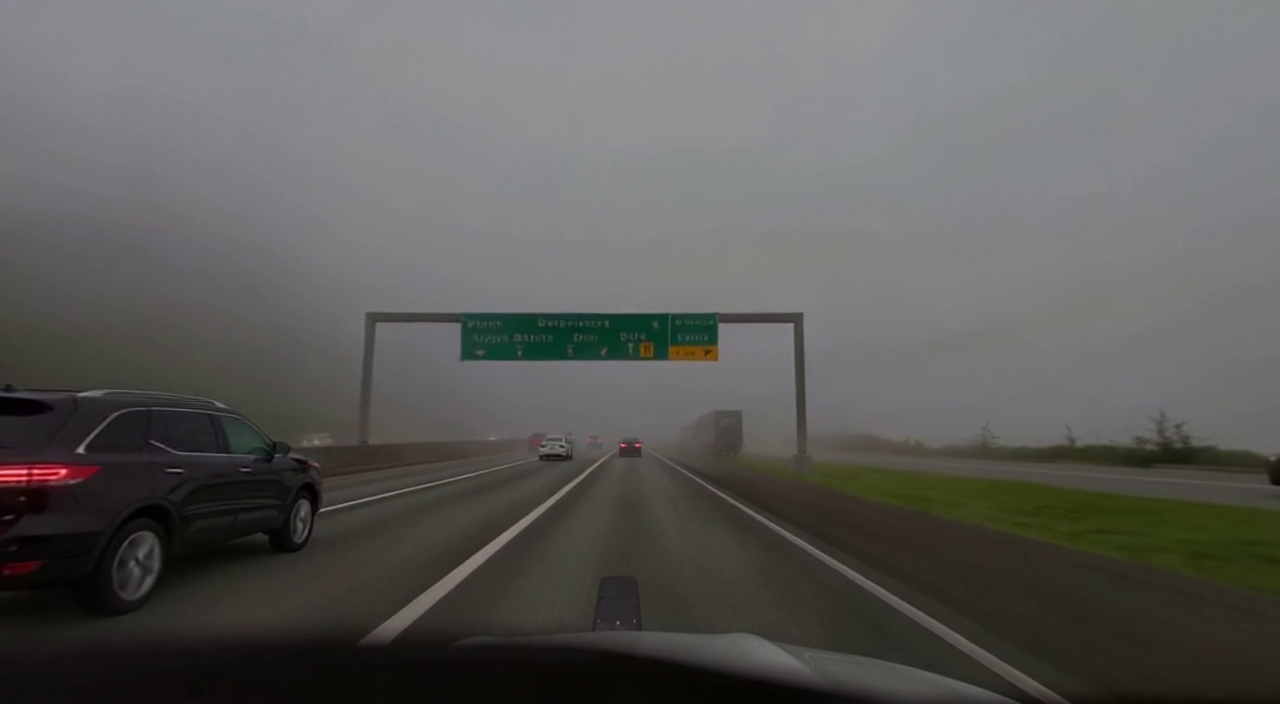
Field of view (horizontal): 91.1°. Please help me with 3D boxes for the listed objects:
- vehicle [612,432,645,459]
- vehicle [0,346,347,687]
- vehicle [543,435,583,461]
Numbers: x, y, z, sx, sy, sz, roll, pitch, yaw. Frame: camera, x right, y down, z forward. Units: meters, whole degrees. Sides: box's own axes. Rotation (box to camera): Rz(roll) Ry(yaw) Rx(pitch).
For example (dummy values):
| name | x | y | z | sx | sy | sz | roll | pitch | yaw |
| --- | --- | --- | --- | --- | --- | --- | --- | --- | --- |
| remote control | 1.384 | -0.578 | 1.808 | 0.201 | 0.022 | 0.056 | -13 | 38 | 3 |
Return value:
| name | x | y | z | sx | sy | sz | roll | pitch | yaw |
| --- | --- | --- | --- | --- | --- | --- | --- | --- | --- |
| vehicle | -0.720 | 5.849 | 39.511 | 2.002 | 1.611 | 3.778 | 0 | -8 | -1 |
| vehicle | -4.476 | 1.142 | 5.288 | 1.971 | 1.822 | 4.366 | 0 | -8 | -1 |
| vehicle | -4.539 | 5.669 | 37.499 | 1.909 | 1.445 | 4.087 | 0 | -8 | -1 |
